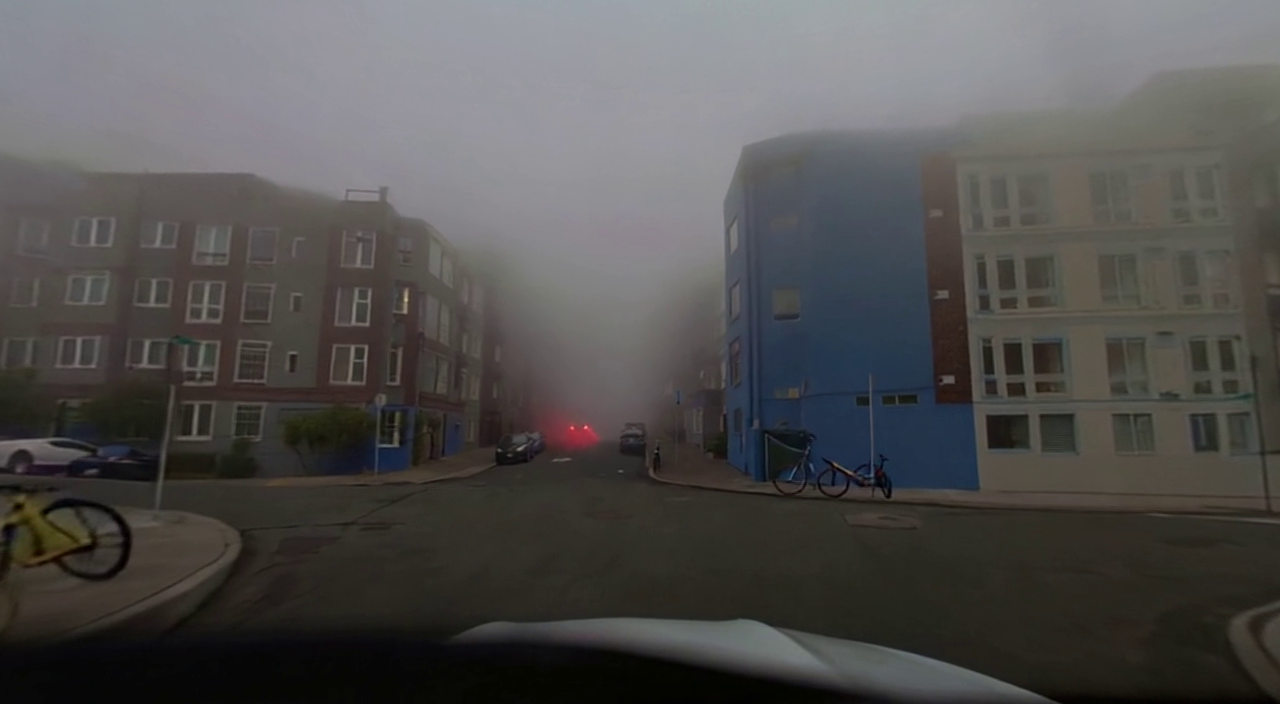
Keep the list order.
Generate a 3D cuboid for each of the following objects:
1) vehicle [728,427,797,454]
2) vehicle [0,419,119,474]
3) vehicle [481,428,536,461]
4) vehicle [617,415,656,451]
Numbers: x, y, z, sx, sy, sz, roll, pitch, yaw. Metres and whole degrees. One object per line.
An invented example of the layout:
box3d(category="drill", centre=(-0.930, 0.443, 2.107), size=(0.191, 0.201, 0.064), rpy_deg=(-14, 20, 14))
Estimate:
box3d(category="vehicle", centre=(6.661, 4.849, 34.388), size=(3.404, 1.431, 1.641), rpy_deg=(0, -7, -3))
box3d(category="vehicle", centre=(-18.553, 3.009, 19.730), size=(2.924, 1.591, 1.756), rpy_deg=(-2, -12, 13))
box3d(category="vehicle", centre=(-6.121, 4.348, 29.654), size=(1.897, 1.431, 3.741), rpy_deg=(0, -7, -2))
box3d(category="vehicle", centre=(-0.291, 5.031, 39.098), size=(2.072, 2.074, 4.358), rpy_deg=(1, -7, -5))
